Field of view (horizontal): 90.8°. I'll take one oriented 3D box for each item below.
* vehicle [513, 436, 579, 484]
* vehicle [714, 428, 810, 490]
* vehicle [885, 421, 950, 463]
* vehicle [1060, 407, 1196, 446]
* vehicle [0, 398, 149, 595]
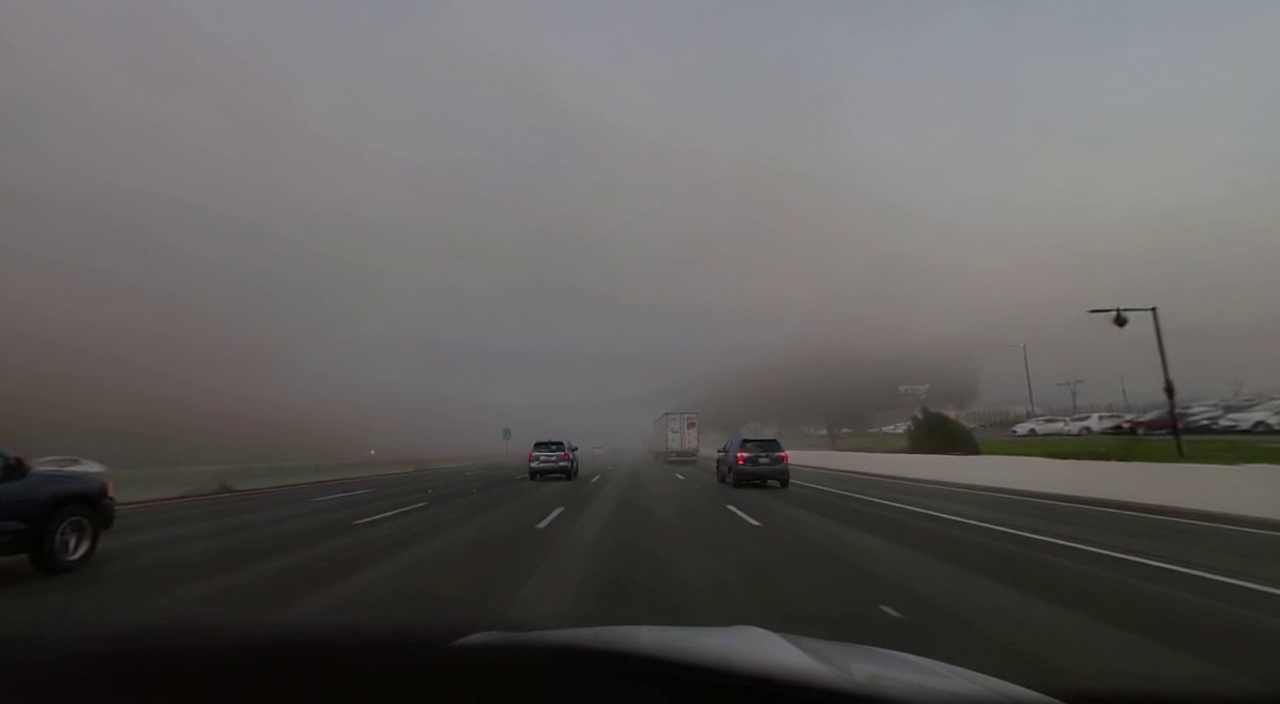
[{"bbox_3d":[-3.686,4.337,25.631,1.987,1.765,4.508,0,-8,0],"label":"vehicle"},{"bbox_3d":[3.931,3.541,21.202,2.198,1.807,4.530,0,-8,-1],"label":"vehicle"},{"bbox_3d":[19.662,6.448,44.995,2.417,2.793,4.485,0,-9,-1],"label":"vehicle"},{"bbox_3d":[29.636,4.624,38.607,5.997,2.075,2.388,-3,-9,10],"label":"vehicle"},{"bbox_3d":[-7.047,1.191,4.804,2.129,1.813,5.525,0,-8,0],"label":"vehicle"}]
